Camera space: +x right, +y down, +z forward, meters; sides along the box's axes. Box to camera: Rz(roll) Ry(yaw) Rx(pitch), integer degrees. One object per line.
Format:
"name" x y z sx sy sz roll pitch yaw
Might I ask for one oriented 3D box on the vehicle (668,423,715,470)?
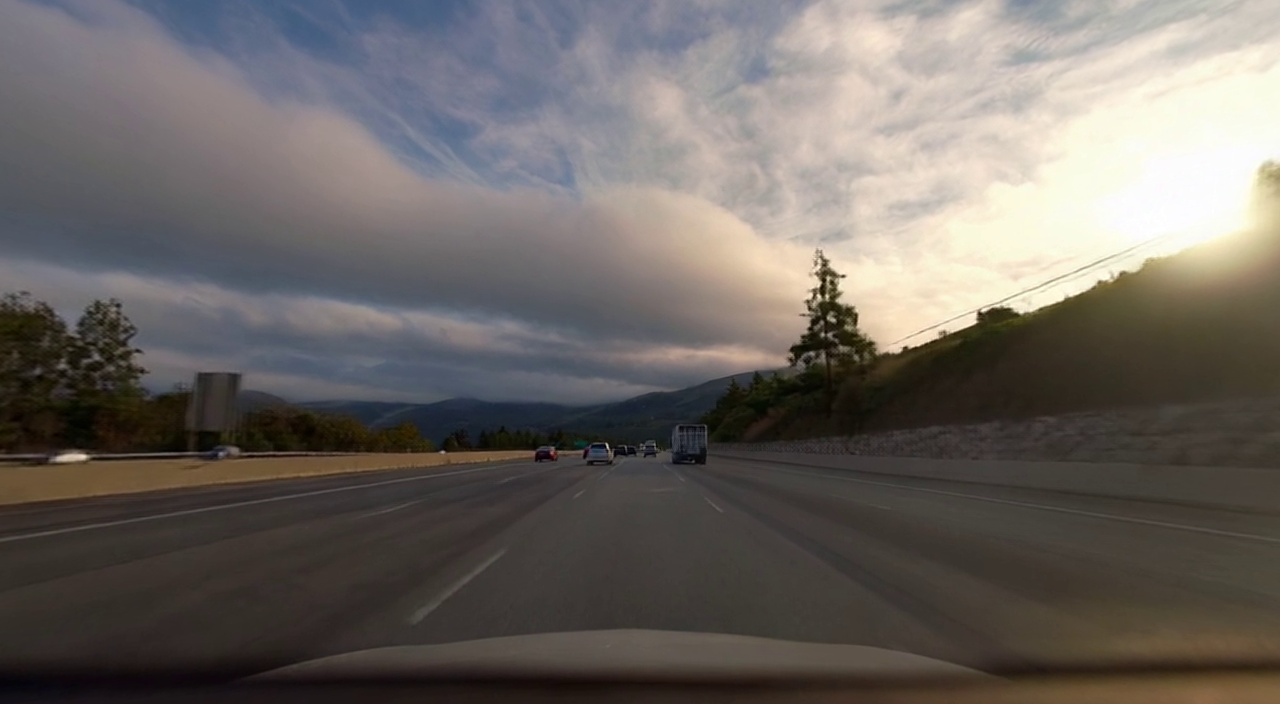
"vehicle" 3.698 7.039 47.168 2.795 3.187 7.205 0 -8 -1

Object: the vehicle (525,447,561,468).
"vehicle" -7.473 8.131 48.995 2.102 1.522 4.394 0 -9 0
